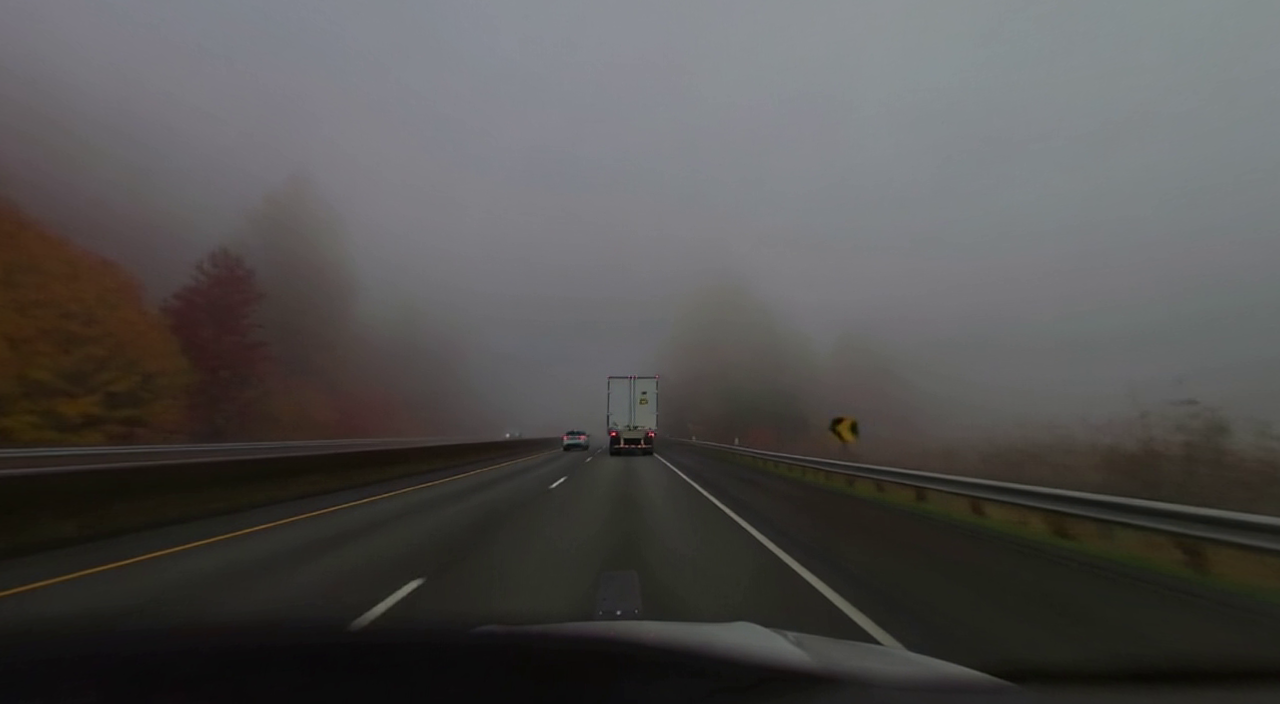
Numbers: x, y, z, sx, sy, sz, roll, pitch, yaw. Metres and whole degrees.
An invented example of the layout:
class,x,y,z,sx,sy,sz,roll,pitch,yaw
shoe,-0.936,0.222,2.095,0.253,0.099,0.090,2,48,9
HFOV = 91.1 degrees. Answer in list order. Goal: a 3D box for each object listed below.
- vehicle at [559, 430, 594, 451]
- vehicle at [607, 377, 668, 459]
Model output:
class,x,y,z,sx,sy,sz,roll,pitch,yaw
vehicle,-4.802,6.785,48.173,2.217,1.495,4.245,0,-8,0
vehicle,-0.294,4.020,36.777,3.013,4.016,11.496,0,-8,-2
